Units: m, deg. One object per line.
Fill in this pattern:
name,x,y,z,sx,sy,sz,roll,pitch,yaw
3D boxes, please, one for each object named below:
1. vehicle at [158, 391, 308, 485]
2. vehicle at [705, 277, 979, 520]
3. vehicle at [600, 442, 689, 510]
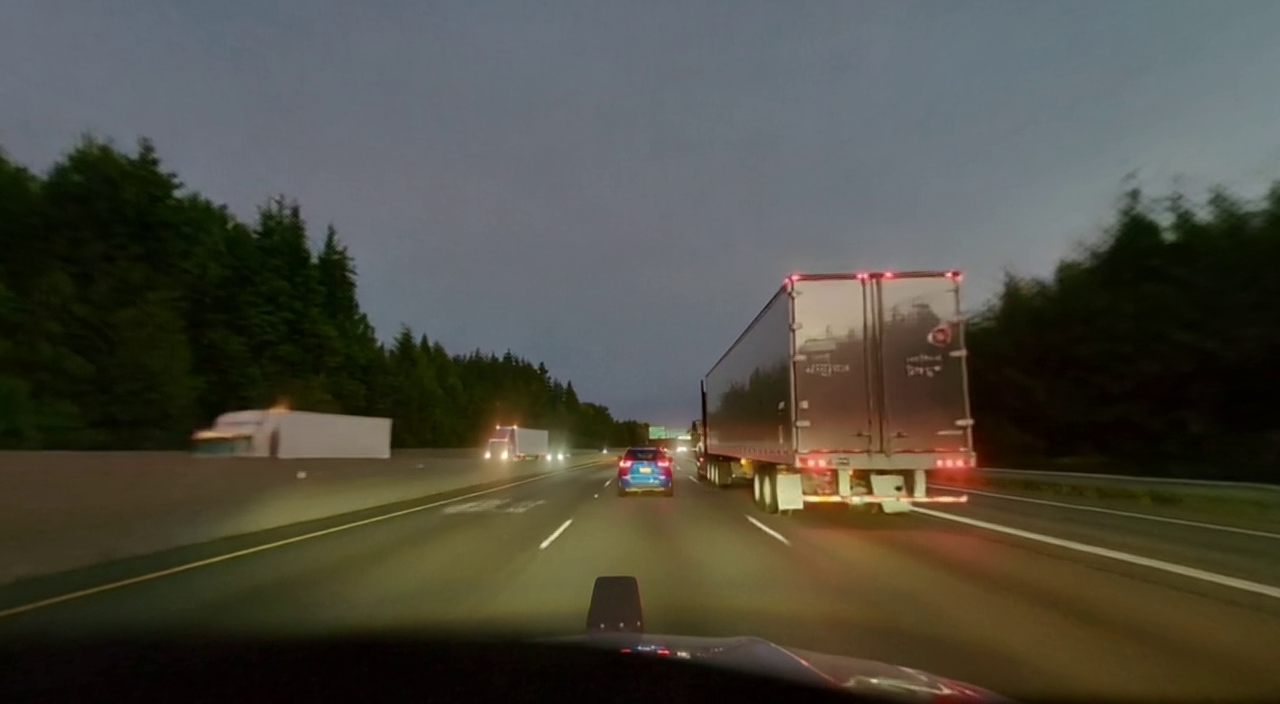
vehicle,-19.106,4.170,30.166,2.985,3.989,5.913,0,-9,1
vehicle,3.970,1.804,17.245,2.960,4.018,13.834,0,-9,0
vehicle,0.085,3.221,16.825,2.039,1.532,4.610,0,-9,-1
